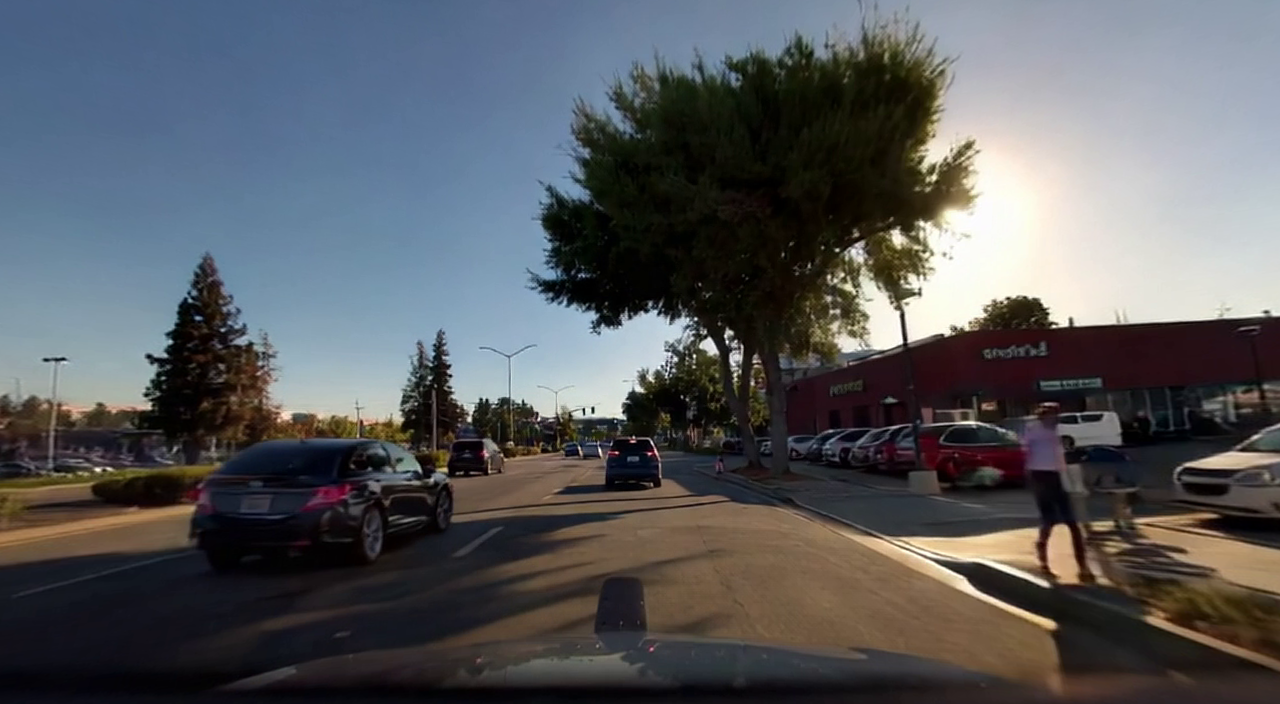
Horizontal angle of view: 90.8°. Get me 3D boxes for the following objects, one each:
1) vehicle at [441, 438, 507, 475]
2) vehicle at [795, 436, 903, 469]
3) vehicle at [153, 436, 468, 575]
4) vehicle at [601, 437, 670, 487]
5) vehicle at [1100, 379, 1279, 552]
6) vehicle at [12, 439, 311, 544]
[{"bbox_3d":[-8.109,5.147,31.292,2.038,1.649,4.665,0,-8,0],"label":"vehicle"},{"bbox_3d":[10.164,4.909,30.945,4.619,1.523,1.873,0,-8,2],"label":"vehicle"},{"bbox_3d":[-4.159,1.991,9.164,1.973,1.456,4.850,0,-8,0],"label":"vehicle"},{"bbox_3d":[-0.196,3.575,20.786,2.061,1.469,3.954,0,-8,-2],"label":"vehicle"},{"bbox_3d":[9.058,1.086,7.459,5.501,1.720,2.257,-4,-8,-4],"label":"vehicle"},{"bbox_3d":[-7.896,2.292,11.109,2.009,1.470,4.179,0,-8,-1],"label":"vehicle"}]
